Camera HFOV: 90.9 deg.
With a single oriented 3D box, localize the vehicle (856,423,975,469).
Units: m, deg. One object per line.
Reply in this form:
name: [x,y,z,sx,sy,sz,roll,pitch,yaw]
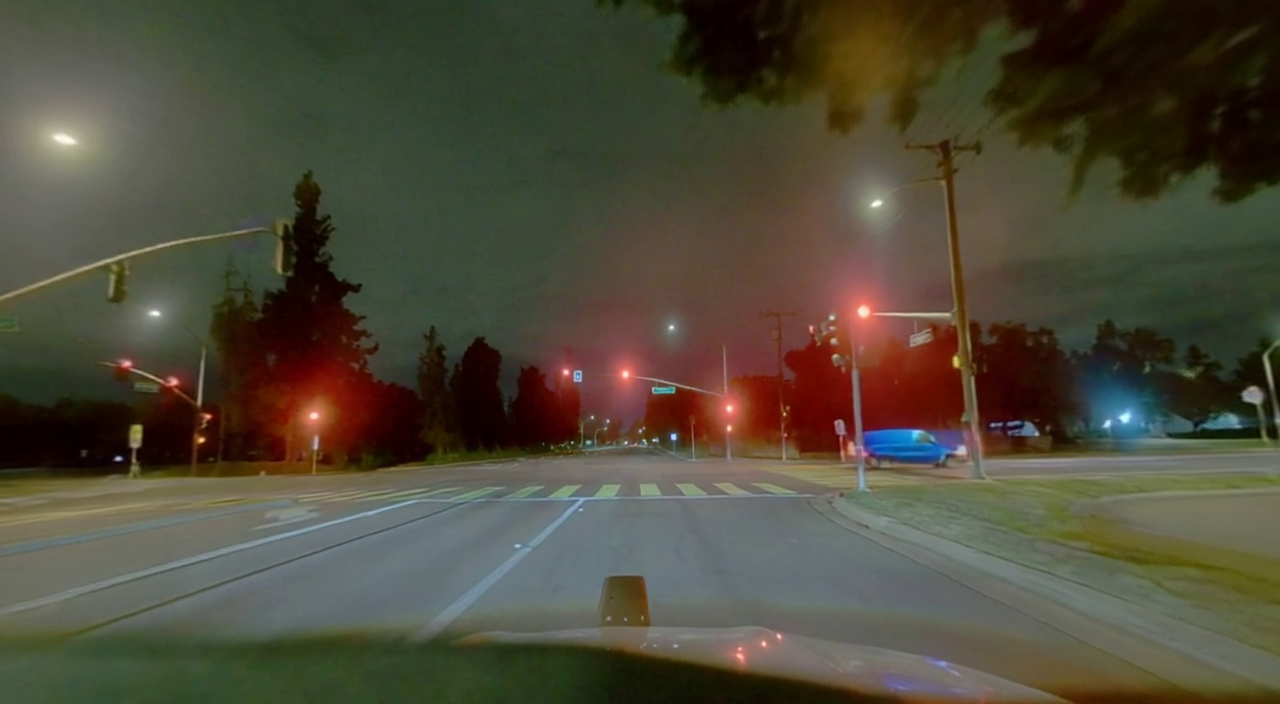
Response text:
vehicle: [12.296,4.262,28.465,4.536,1.965,1.780,-2,-9,11]
